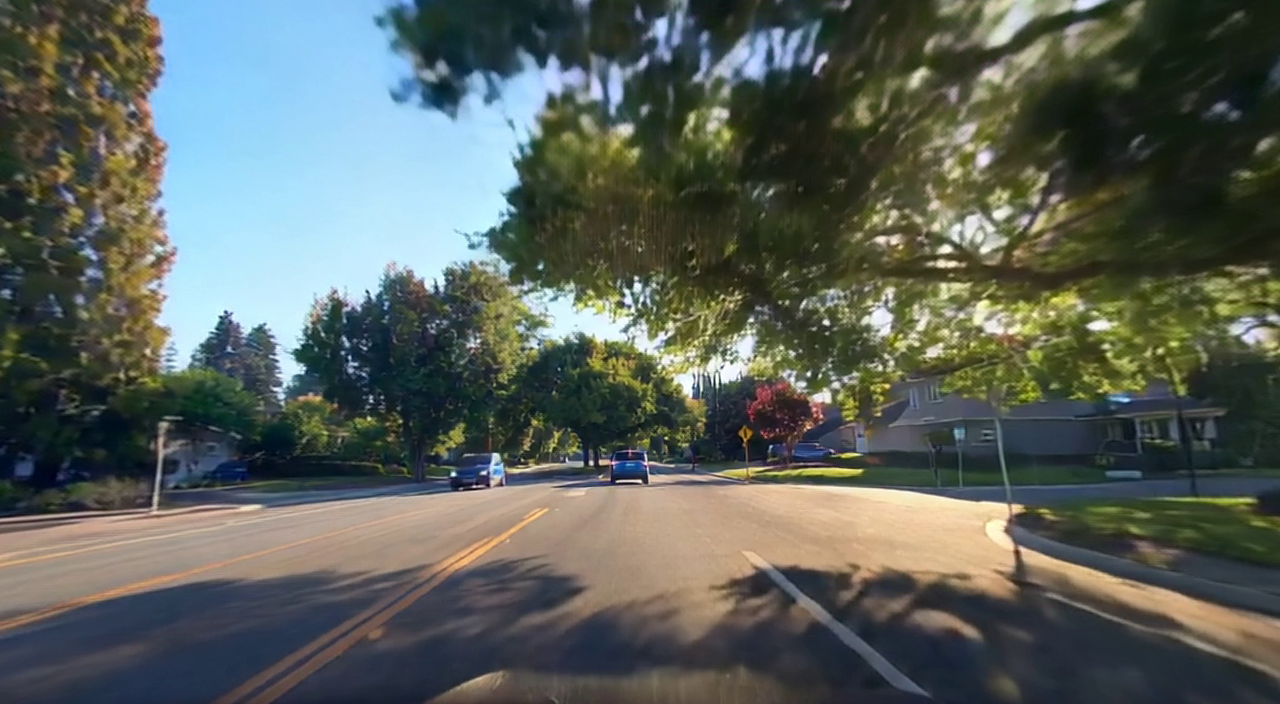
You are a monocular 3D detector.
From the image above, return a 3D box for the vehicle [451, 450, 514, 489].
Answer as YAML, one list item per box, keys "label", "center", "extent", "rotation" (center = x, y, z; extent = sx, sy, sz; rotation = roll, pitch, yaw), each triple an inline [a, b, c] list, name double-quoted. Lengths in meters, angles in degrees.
- label: "vehicle"
  center: [-7.532, 5.627, 30.662]
  extent: [2.046, 1.730, 4.310]
  rotation: [0, -8, -2]

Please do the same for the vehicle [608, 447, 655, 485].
- label: "vehicle"
  center: [-0.476, 5.523, 30.974]
  extent: [2.139, 1.699, 3.916]
  rotation: [0, -8, -2]
